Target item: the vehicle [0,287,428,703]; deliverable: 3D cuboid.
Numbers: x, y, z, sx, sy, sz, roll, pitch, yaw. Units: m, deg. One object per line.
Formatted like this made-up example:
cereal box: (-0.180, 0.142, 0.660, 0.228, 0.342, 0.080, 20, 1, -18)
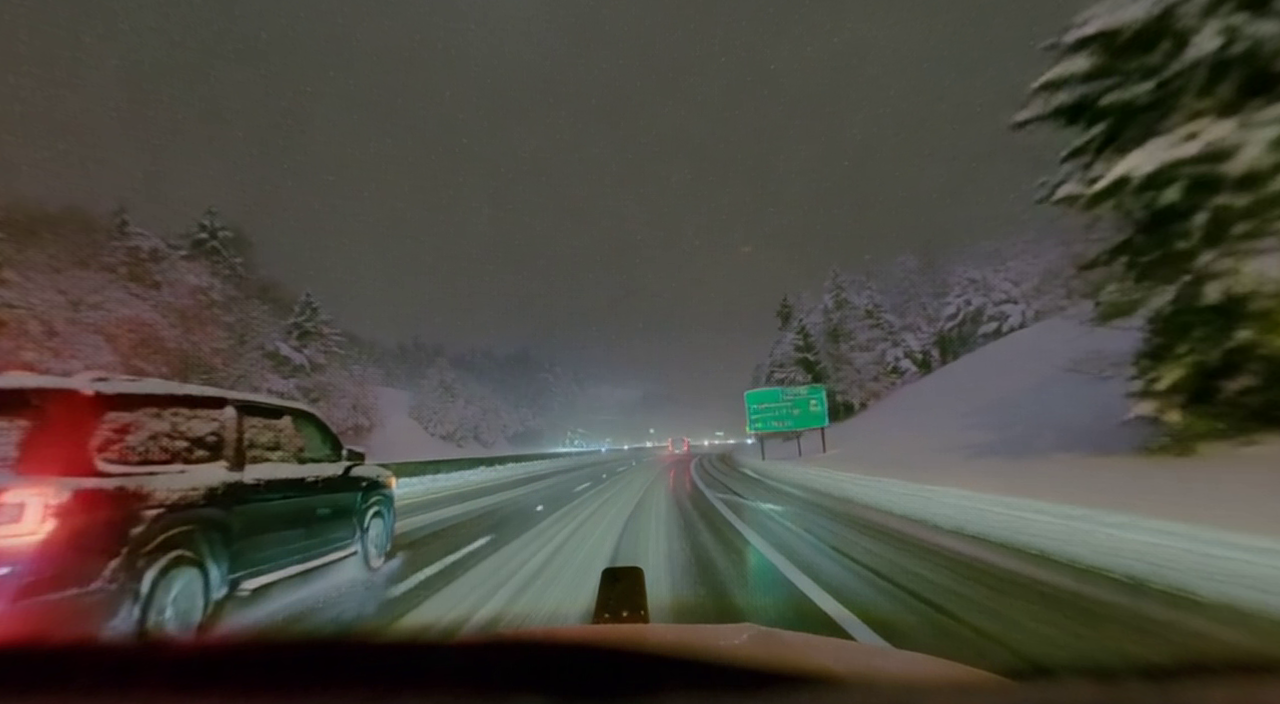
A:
vehicle: (-3.466, 0.946, 4.048, 2.143, 1.851, 5.817, 0, -8, 0)
